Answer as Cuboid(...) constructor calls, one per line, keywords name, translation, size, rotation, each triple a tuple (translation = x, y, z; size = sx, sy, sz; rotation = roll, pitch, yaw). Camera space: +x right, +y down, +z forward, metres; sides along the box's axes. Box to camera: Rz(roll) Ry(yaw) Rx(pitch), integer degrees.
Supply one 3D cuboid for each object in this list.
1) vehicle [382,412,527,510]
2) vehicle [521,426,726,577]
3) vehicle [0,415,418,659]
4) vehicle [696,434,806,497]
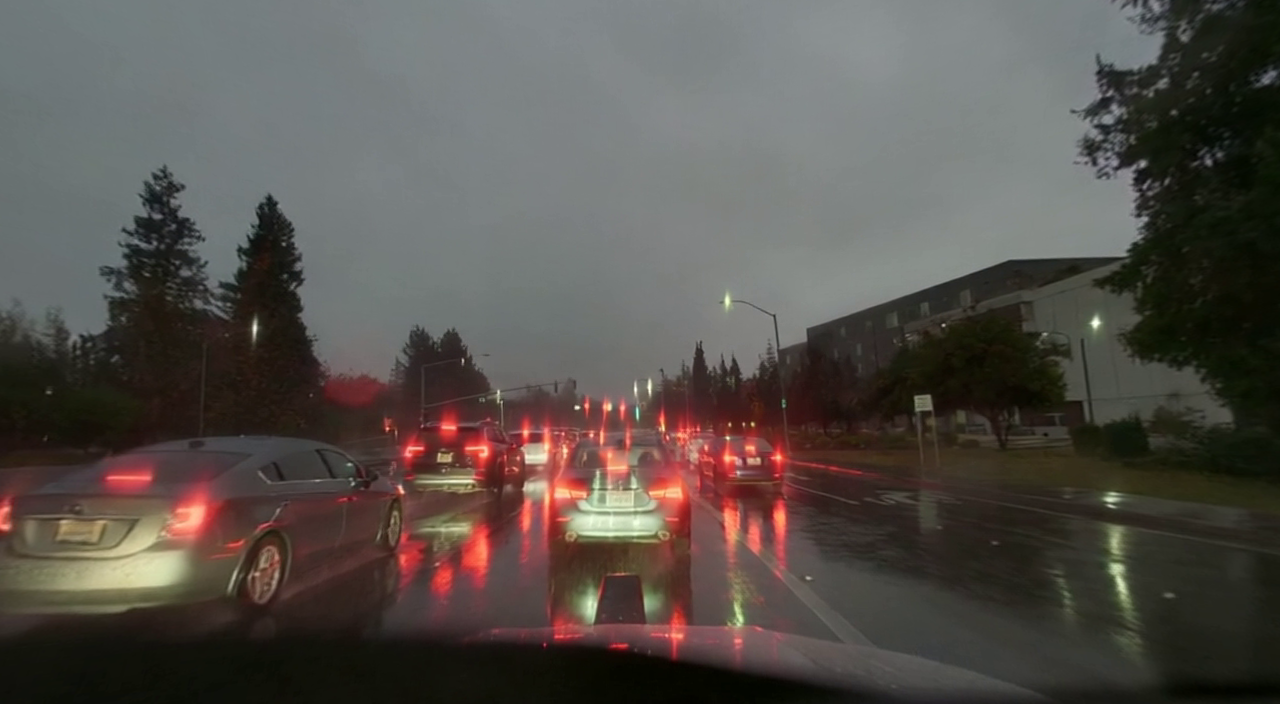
Cuboid(name="vehicle", translation=(-4.033, 2.460, 14.637), size=(2.054, 1.881, 4.469), rotation=(0, -9, -1))
Cuboid(name="vehicle", translation=(-0.230, 1.775, 8.316), size=(2.007, 1.467, 4.059), rotation=(0, -9, -2))
Cuboid(name="vehicle", translation=(-3.864, 1.443, 6.014), size=(1.985, 1.467, 4.224), rotation=(0, -9, -1))
Cuboid(name="vehicle", translation=(2.807, 2.991, 17.043), size=(1.978, 1.452, 4.381), rotation=(0, -9, -3))
